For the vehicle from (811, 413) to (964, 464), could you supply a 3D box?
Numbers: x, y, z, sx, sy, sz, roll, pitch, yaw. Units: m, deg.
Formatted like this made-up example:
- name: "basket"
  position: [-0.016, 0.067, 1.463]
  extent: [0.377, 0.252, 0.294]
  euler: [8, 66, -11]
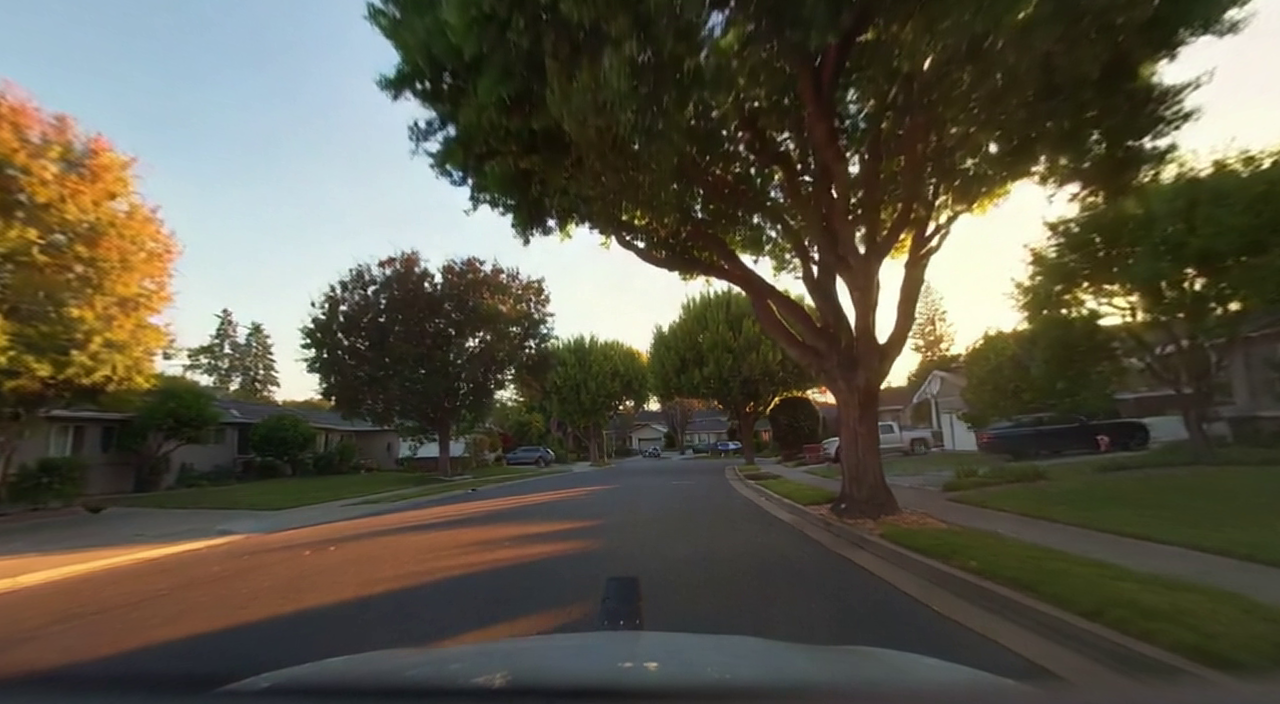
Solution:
- name: "vehicle"
  position: [11.341, 4.051, 29.483]
  extent: [6.053, 2.240, 2.582]
  euler: [-1, -9, 6]
